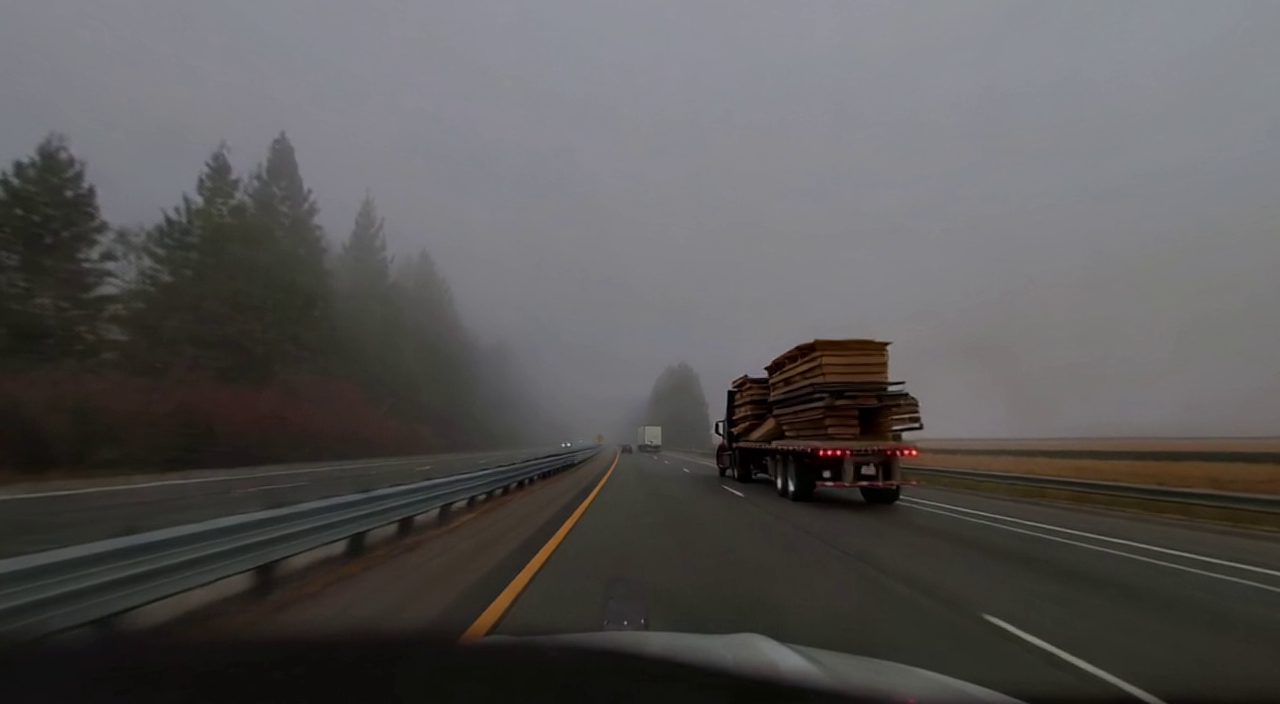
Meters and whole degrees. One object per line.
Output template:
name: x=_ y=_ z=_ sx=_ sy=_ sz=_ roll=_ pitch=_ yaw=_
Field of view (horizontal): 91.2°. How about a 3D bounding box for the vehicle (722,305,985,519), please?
vehicle: x=4.866 y=2.122 z=18.754 sx=2.914 sy=4.000 sz=14.078 roll=0 pitch=-9 yaw=0
